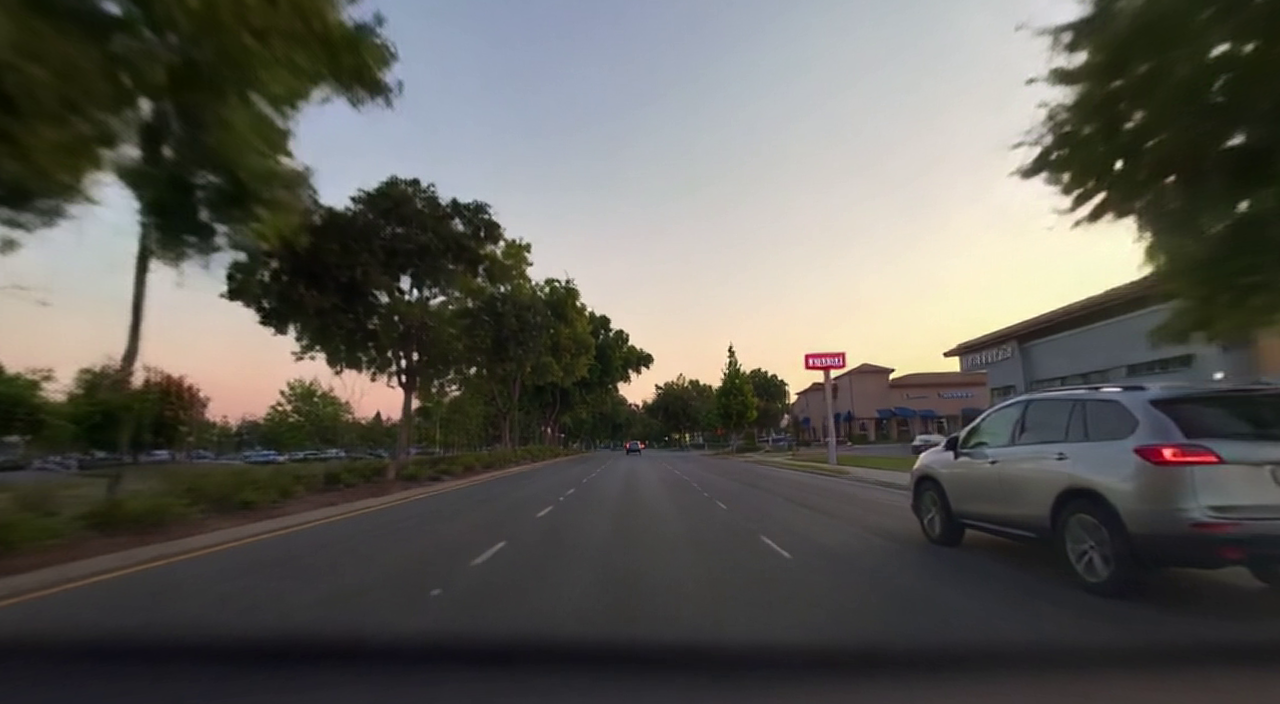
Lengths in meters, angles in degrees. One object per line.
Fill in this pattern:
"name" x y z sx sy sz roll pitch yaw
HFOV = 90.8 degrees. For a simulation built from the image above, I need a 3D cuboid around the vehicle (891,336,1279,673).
"vehicle" 4.711 1.244 6.277 2.185 1.956 5.128 0 -8 -1
